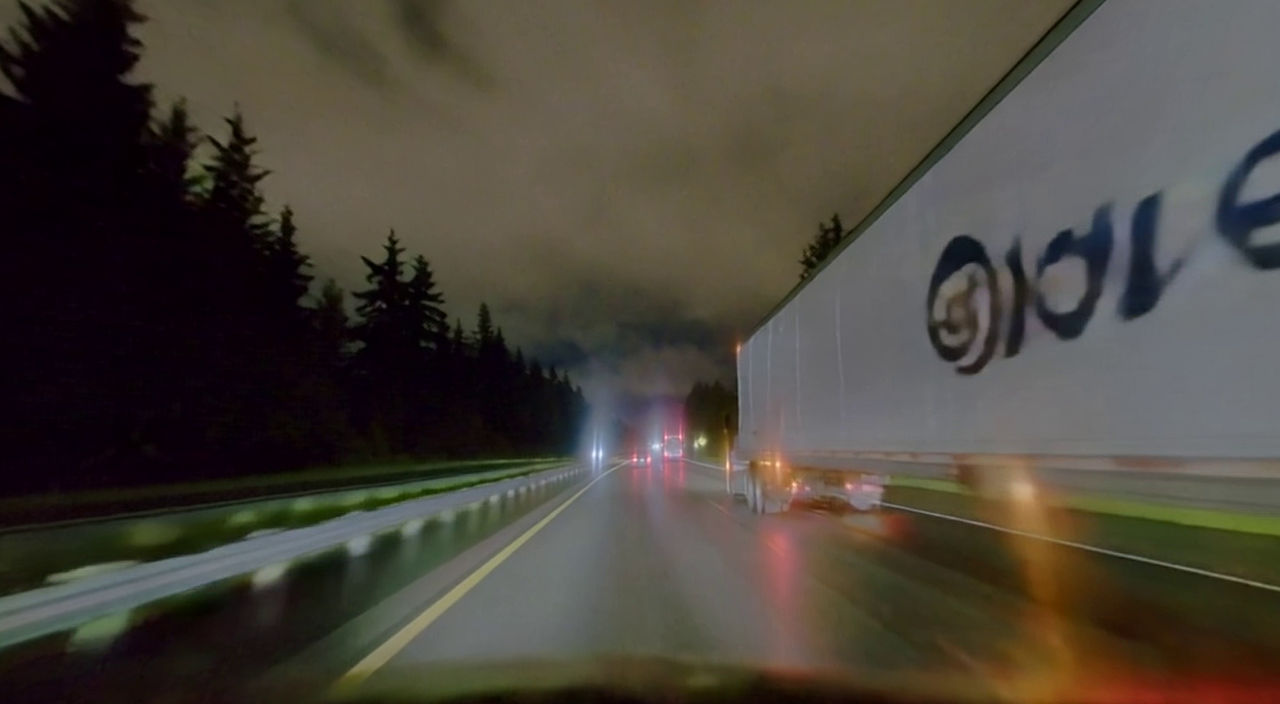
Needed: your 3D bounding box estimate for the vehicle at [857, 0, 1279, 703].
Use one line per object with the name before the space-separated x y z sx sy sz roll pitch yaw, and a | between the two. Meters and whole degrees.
vehicle | 3.970 -0.613 0.567 3.440 4.090 11.380 -1 -10 0
